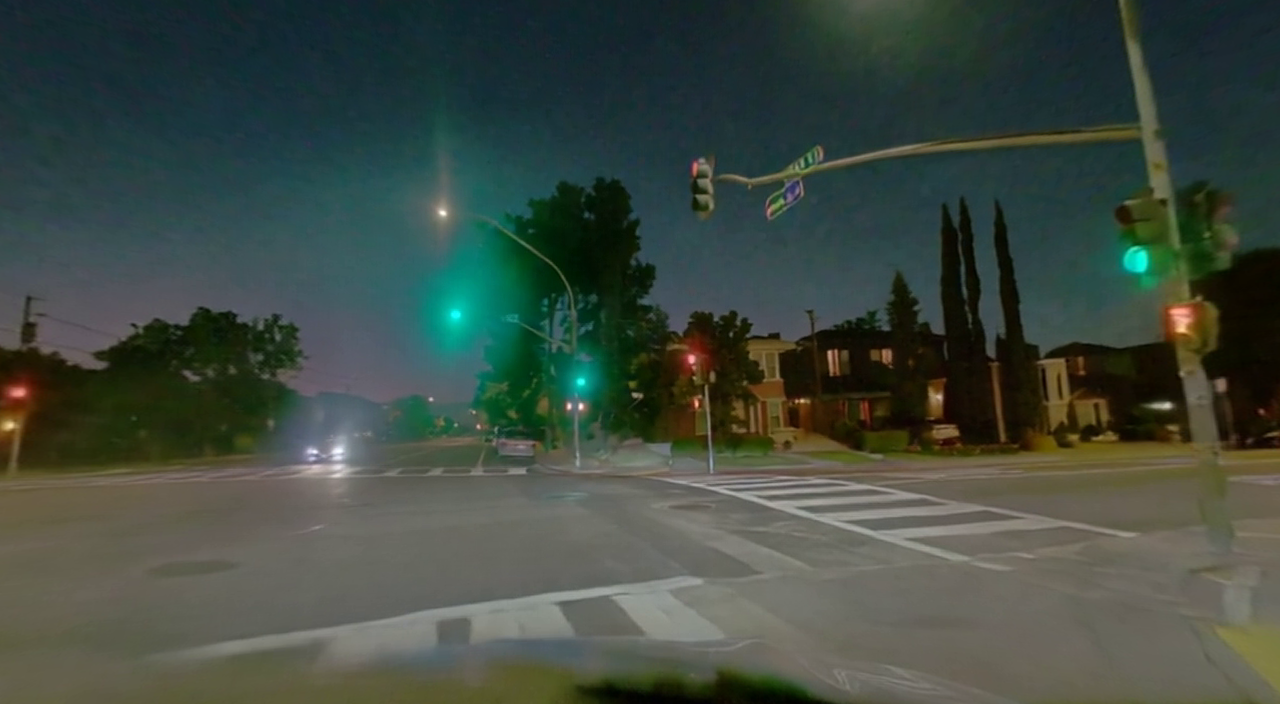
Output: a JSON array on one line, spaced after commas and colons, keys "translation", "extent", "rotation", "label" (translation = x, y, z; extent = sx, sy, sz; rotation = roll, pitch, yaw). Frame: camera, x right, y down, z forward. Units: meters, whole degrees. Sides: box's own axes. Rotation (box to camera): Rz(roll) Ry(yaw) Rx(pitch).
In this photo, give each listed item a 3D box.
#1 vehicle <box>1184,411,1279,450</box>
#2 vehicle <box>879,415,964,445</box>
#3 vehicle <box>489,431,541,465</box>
[{"translation": [25.401, 3.309, 26.072], "extent": [4.671, 1.470, 1.963], "rotation": [3, -10, -16], "label": "vehicle"}, {"translation": [16.405, 4.639, 36.997], "extent": [2.028, 1.595, 4.554], "rotation": [2, -9, -15], "label": "vehicle"}, {"translation": [-6.267, 4.740, 31.213], "extent": [2.149, 1.507, 4.160], "rotation": [2, -9, -16], "label": "vehicle"}]
